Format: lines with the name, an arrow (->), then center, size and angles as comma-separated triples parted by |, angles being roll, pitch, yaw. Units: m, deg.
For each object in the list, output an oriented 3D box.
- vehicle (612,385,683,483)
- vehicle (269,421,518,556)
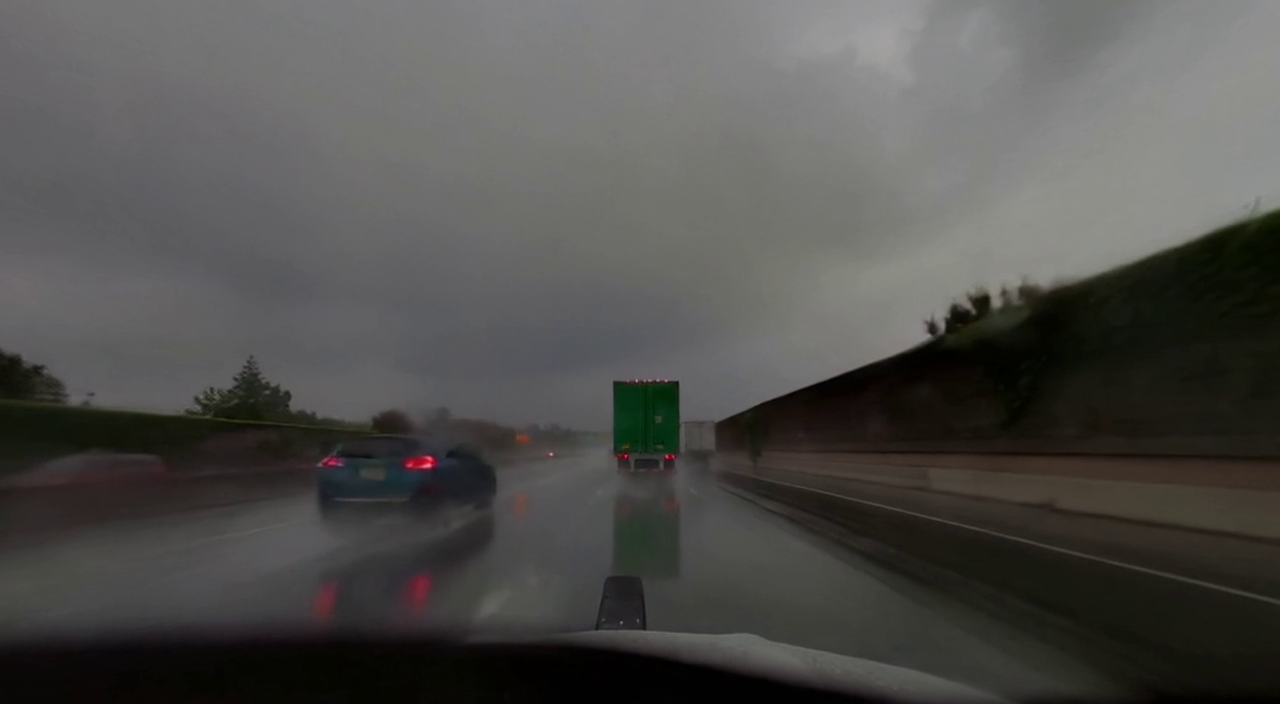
vehicle -> 0.331, 4.231, 31.745 | 2.932, 4.042, 11.054 | 0, -9, 0
vehicle -> -3.496, 2.047, 10.113 | 2.173, 1.657, 4.401 | 0, -9, 0
